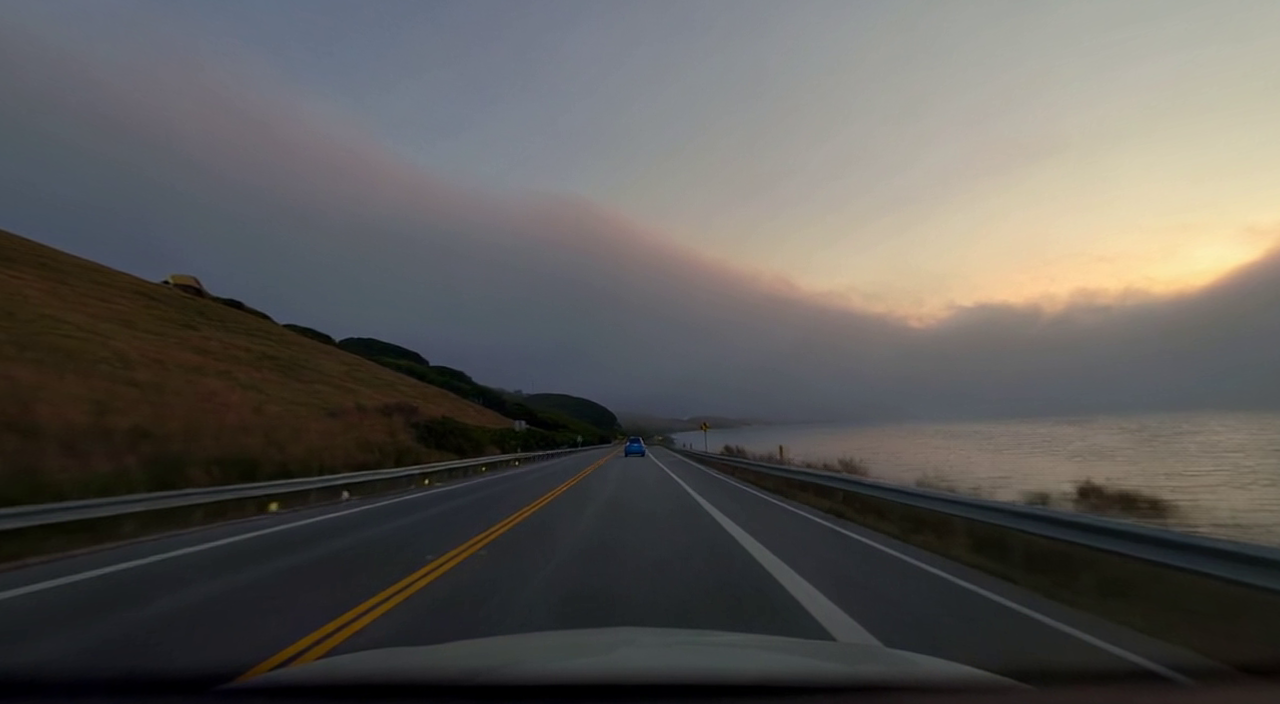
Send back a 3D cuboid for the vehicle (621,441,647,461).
[{"bbox_3d":[-0.457,7.681,48.876,1.912,1.430,3.811,0,-8,-1],"label":"vehicle"}]
